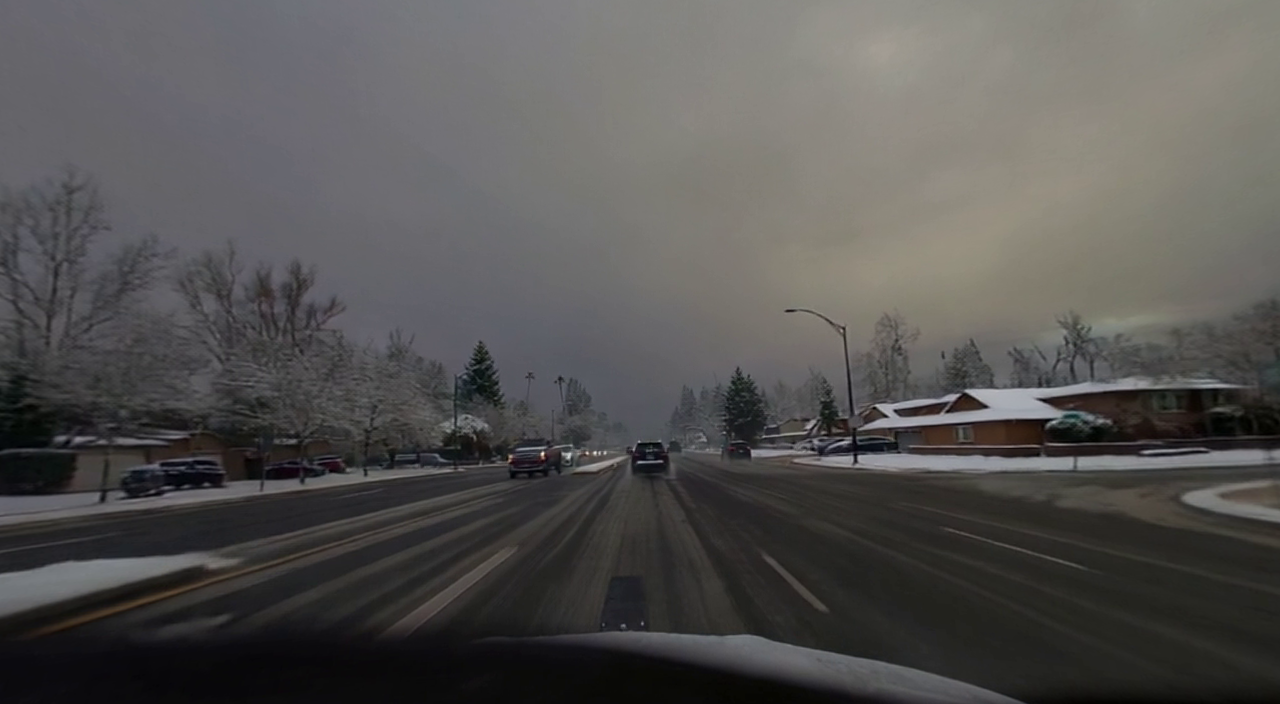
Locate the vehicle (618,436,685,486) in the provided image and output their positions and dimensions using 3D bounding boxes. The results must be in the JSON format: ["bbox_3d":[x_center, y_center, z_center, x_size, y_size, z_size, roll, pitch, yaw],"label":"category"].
[{"bbox_3d":[0.358,4.011,23.580,2.289,1.679,4.180,0,-8,-1],"label":"vehicle"}]

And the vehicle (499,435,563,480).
[{"bbox_3d":[-5.125,5.004,30.229,2.193,1.967,4.600,0,-8,0],"label":"vehicle"}]

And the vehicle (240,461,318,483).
[{"bbox_3d":[-26.290,8.728,45.953,4.548,1.441,1.946,-1,-7,2],"label":"vehicle"}]

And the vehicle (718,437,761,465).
[{"bbox_3d":[7.540,7.581,48.534,2.436,2.010,5.595,0,-8,0],"label":"vehicle"}]

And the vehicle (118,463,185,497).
[{"bbox_3d":[-25.619,6.648,32.989,4.694,1.484,1.893,-8,-11,42],"label":"vehicle"}]

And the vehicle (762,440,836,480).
[{"bbox_3d":[6.448,4.419,26.036,1.897,1.477,4.360,0,-8,0],"label":"vehicle"}]
